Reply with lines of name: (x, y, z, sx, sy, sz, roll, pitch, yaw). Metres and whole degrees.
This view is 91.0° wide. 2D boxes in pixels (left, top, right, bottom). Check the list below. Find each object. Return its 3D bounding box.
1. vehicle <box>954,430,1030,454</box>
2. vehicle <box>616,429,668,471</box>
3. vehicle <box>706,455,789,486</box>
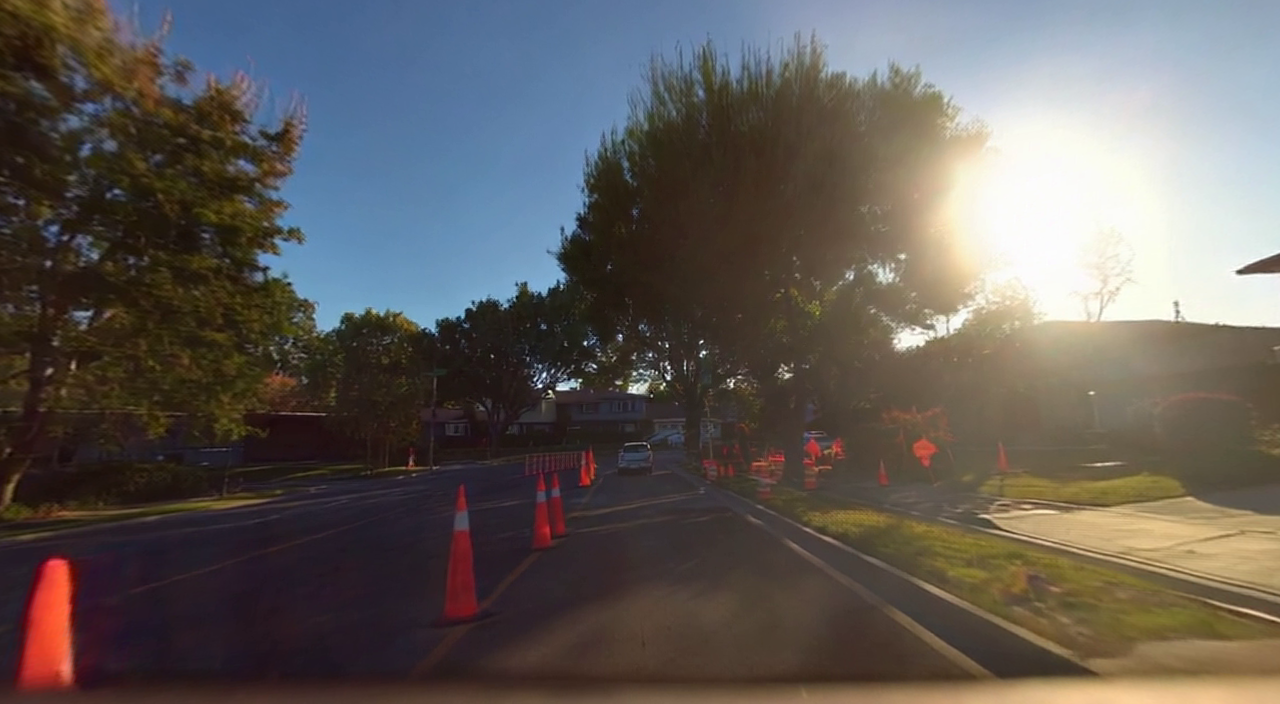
vehicle: (24.450, 6.267, 43.767, 4.151, 1.429, 1.743, -3, -8, 3)
vehicle: (0.026, 4.348, 28.066, 2.151, 1.708, 4.084, 0, -8, -1)
vehicle: (3.418, 3.848, 20.601, 2.123, 0.883, 3.024, 0, -8, -1)
